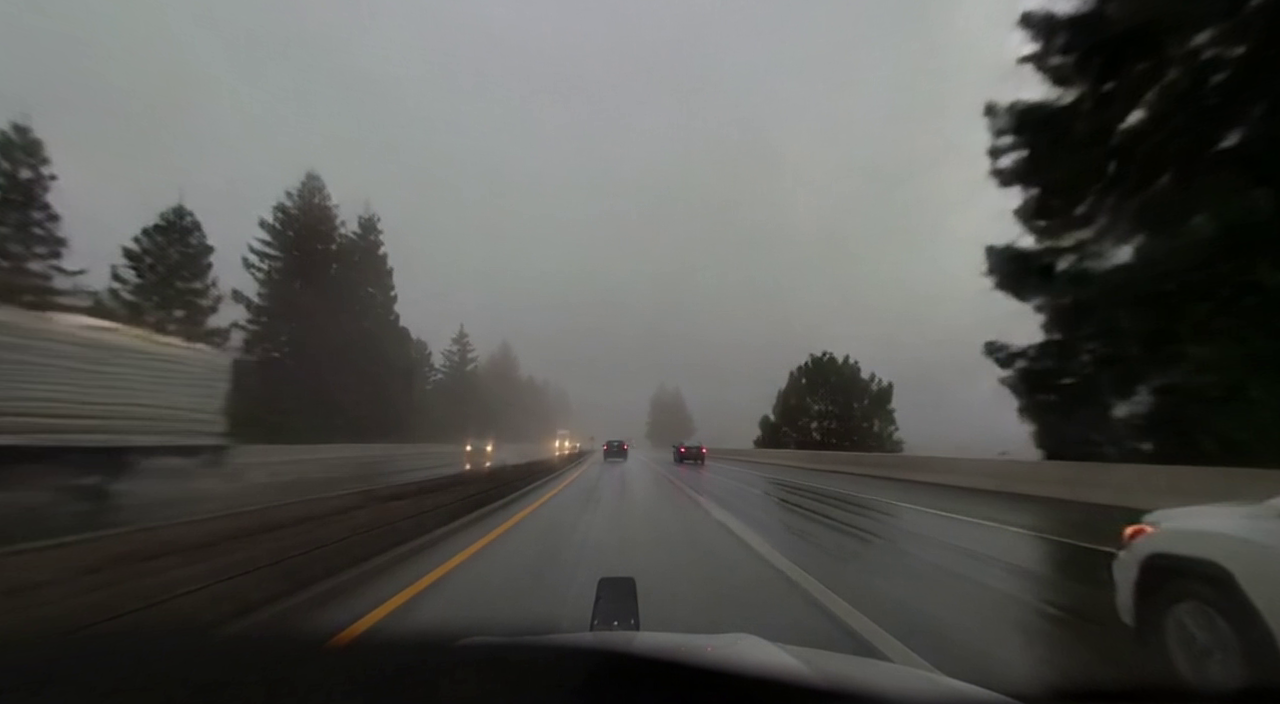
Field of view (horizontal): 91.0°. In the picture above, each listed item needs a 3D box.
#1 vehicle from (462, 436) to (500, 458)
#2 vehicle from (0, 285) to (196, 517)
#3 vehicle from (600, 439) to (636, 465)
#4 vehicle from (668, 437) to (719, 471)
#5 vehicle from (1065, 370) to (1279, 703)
[{"bbox_3d":[-11.522,6.939,45.876,1.872,1.499,3.792,-1,-8,-1],"label":"vehicle"},{"bbox_3d":[-11.766,0.765,9.787,3.188,3.647,8.856,-1,-8,0],"label":"vehicle"},{"bbox_3d":[-1.446,6.438,40.685,2.178,1.559,4.254,0,-8,-3],"label":"vehicle"},{"bbox_3d":[2.612,5.066,31.537,2.146,1.546,3.796,-1,-8,0],"label":"vehicle"},{"bbox_3d":[3.419,0.635,0.901,2.055,1.566,5.046,-1,-8,0],"label":"vehicle"}]
